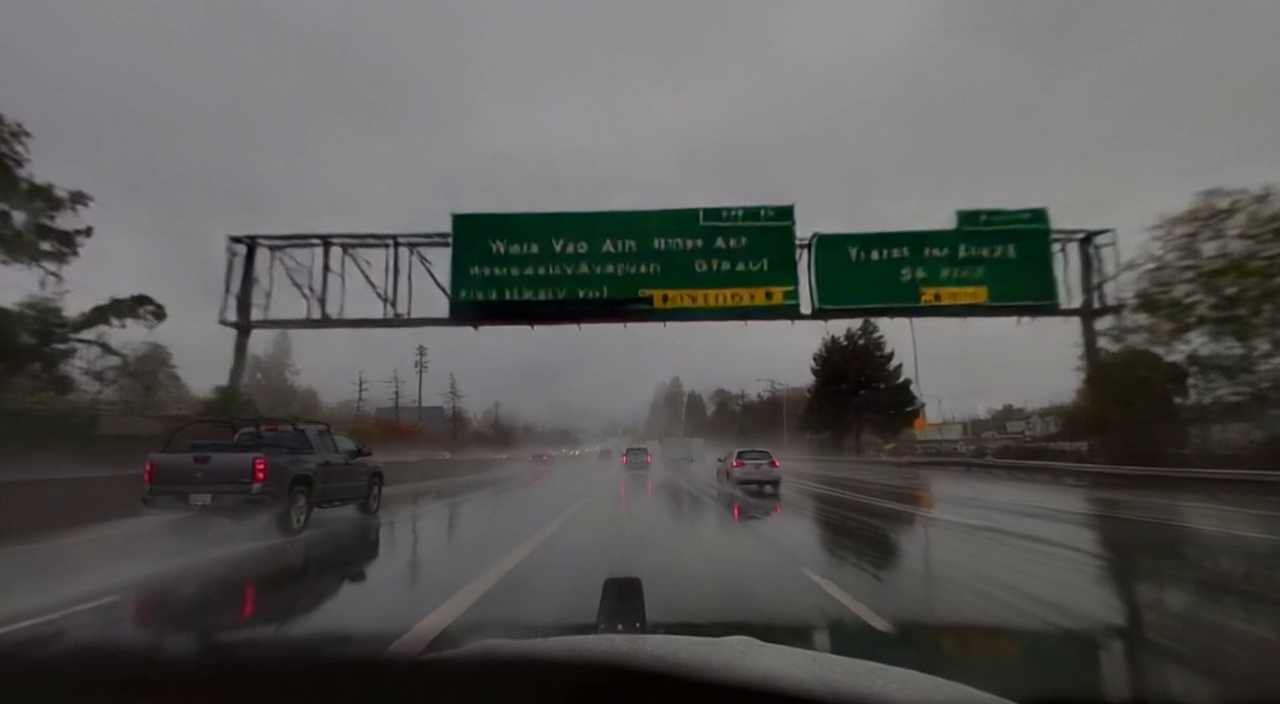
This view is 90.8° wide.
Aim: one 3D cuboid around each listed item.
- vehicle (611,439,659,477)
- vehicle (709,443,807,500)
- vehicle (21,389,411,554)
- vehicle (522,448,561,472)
[{"bbox_3d":[-0.233,5.453,32.637,2.323,1.805,4.729,0,-9,0],"label":"vehicle"},{"bbox_3d":[3.328,3.466,18.768,2.011,1.462,4.286,0,-9,-1],"label":"vehicle"},{"bbox_3d":[-6.335,1.938,10.890,2.444,2.012,6.122,0,-9,0],"label":"vehicle"},{"bbox_3d":[-6.614,7.266,42.650,1.920,1.482,4.385,0,-9,0],"label":"vehicle"}]
